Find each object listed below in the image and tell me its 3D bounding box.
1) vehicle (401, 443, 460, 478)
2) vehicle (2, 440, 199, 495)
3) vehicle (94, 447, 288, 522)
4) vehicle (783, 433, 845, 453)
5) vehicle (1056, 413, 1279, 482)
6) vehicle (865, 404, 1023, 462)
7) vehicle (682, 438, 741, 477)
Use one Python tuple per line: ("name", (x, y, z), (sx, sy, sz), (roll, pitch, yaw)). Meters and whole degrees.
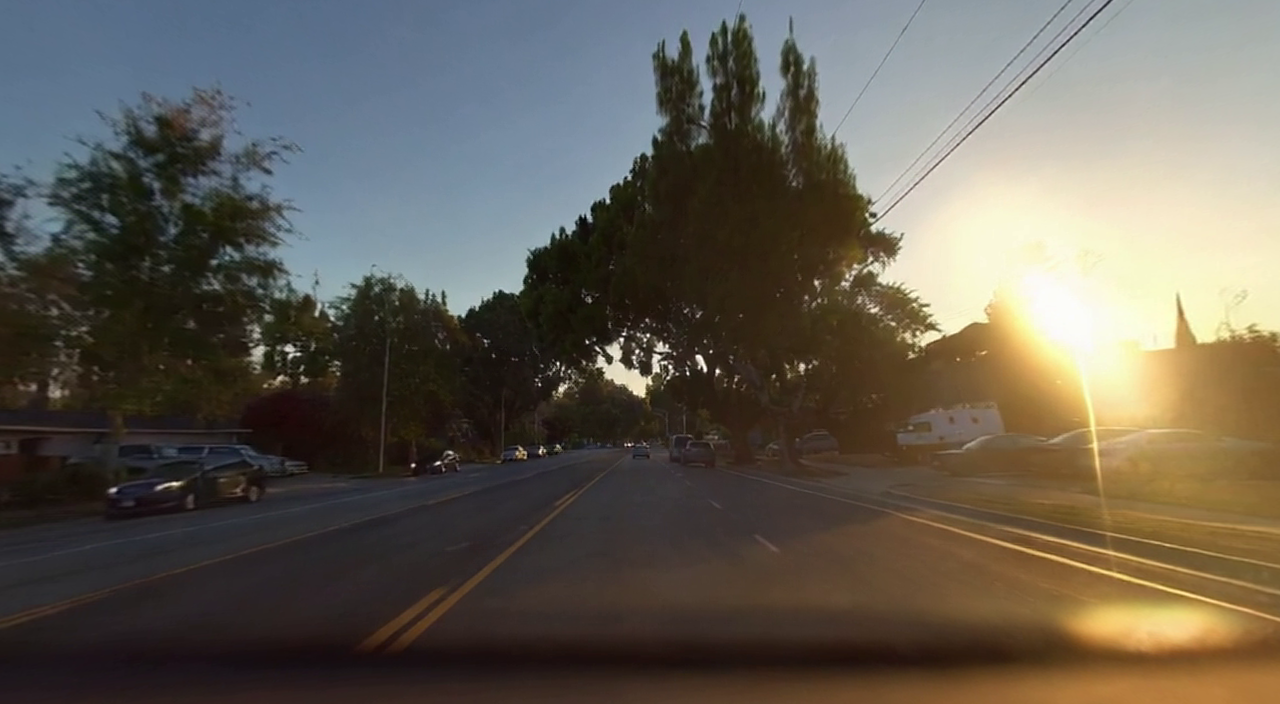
("vehicle", (-11.912, 6.174, 36.232), (1.954, 1.828, 4.466), (0, -8, -2))
("vehicle", (-18.724, 4.011, 22.148), (4.837, 1.808, 2.176), (0, -8, -1))
("vehicle", (-11.840, 3.458, 17.194), (1.822, 1.699, 4.791), (0, -8, -2))
("vehicle", (13.435, 7.048, 48.916), (4.162, 1.544, 1.812), (1, -8, -4))
("vehicle", (12.644, 2.249, 14.973), (4.183, 1.516, 1.884), (0, -8, 2))
("vehicle", (12.899, 3.482, 27.090), (5.472, 2.340, 2.418), (0, -8, -2))
("vehicle", (3.036, 4.576, 27.601), (1.983, 1.557, 4.078), (0, -8, -1))
